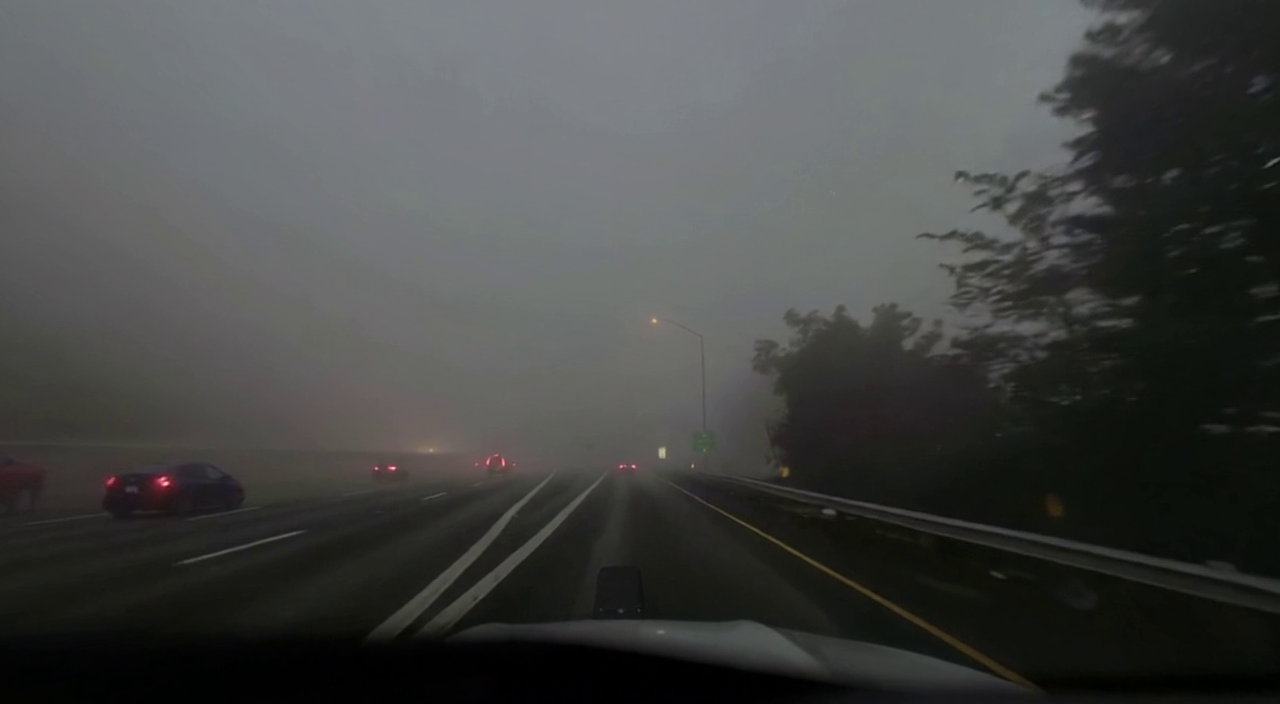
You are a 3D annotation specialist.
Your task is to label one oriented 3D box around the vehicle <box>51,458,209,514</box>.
[{"bbox_3d":[-17.517,4.603,21.963,2.093,1.735,4.285,1,-10,-5],"label":"vehicle"}]
